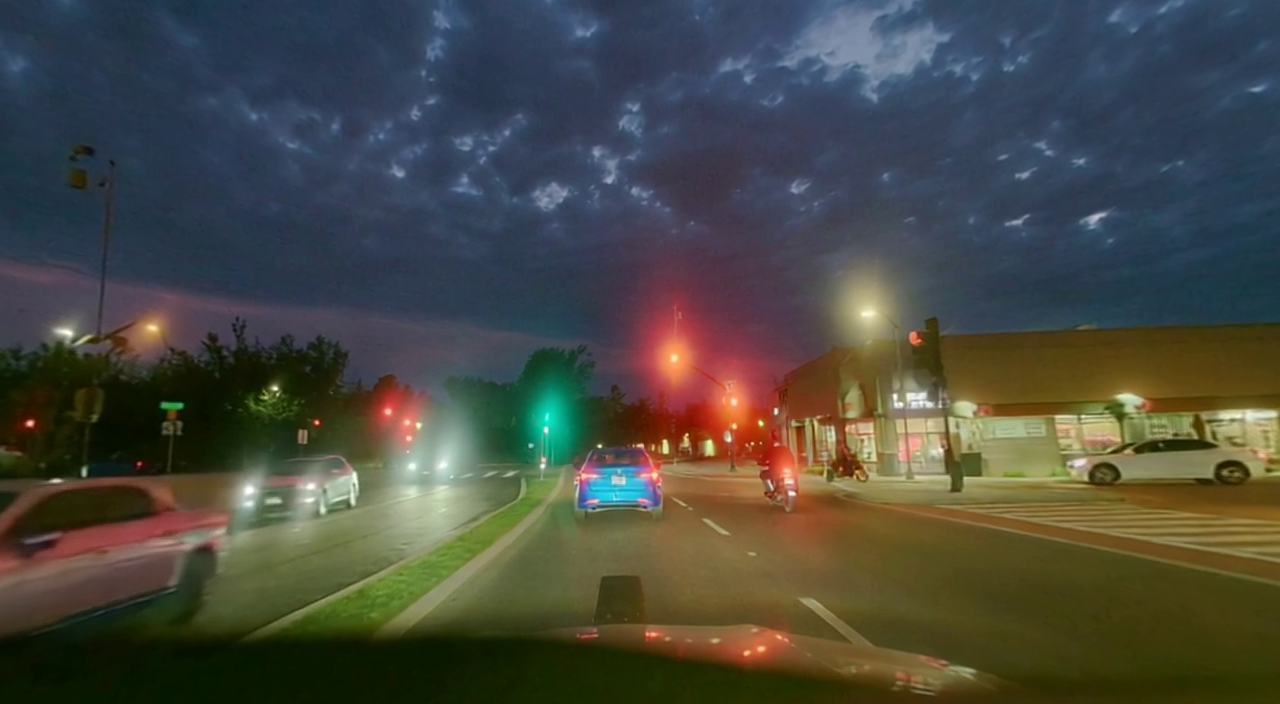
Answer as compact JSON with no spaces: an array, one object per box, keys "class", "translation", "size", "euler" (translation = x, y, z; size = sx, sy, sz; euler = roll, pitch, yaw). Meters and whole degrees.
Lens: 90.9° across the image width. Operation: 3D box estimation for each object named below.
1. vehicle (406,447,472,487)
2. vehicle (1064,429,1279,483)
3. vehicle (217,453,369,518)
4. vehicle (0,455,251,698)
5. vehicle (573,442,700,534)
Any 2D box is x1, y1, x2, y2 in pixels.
[{"class":"vehicle","translation":[-9.351,5.343,29.684],"size":[1.993,1.692,4.226],"euler":[0,-9,-4]},{"class":"vehicle","translation":[16.108,3.166,19.293],"size":[5.007,1.479,1.866],"euler":[-6,-10,31]},{"class":"vehicle","translation":[-9.181,3.521,17.184],"size":[1.952,1.487,4.351],"euler":[0,-9,-5]},{"class":"vehicle","translation":[-4.839,1.402,4.061],"size":[2.079,1.392,4.088],"euler":[0,-9,-1]},{"class":"vehicle","translation":[-0.177,2.565,12.522],"size":[2.118,1.480,3.949],"euler":[0,-9,-4]}]
